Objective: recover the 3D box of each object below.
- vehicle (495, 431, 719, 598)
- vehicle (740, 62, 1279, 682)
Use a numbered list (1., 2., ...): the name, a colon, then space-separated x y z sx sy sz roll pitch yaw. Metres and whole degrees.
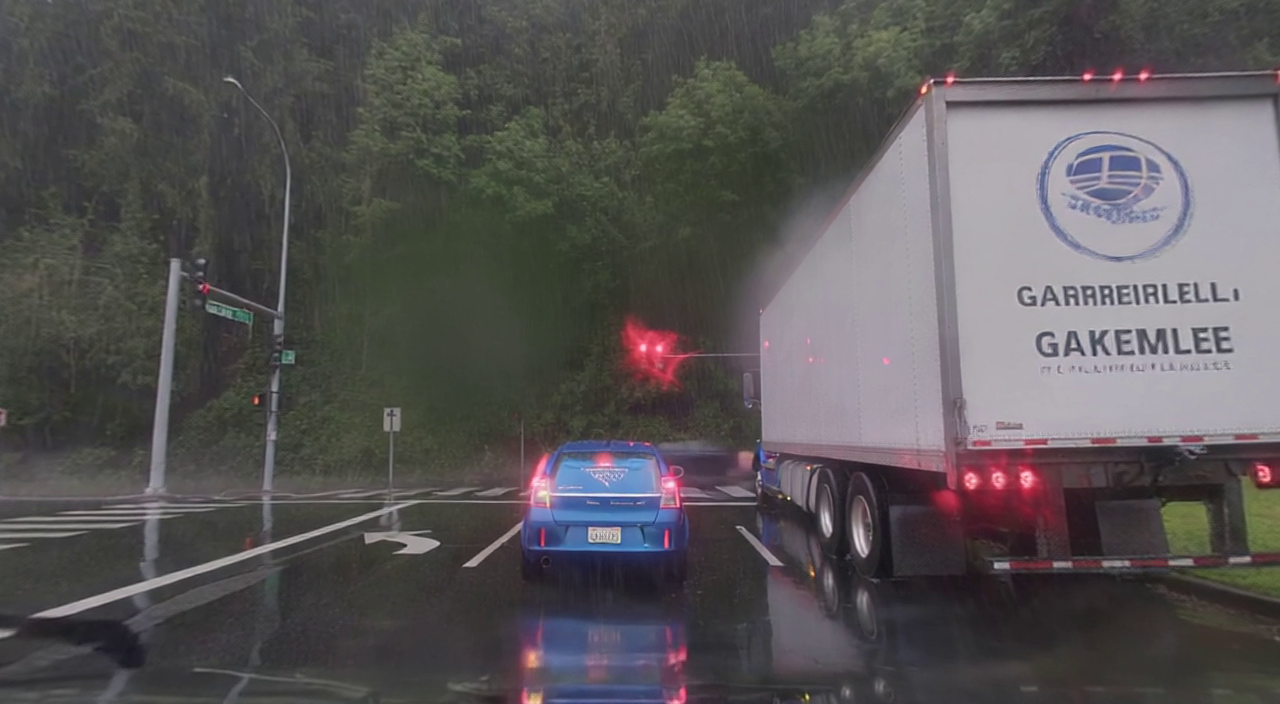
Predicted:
1. vehicle: -0.327 1.715 7.425 1.975 1.457 3.526 0 -9 -1
2. vehicle: 3.514 0.732 8.621 2.884 3.753 9.763 0 -9 1
